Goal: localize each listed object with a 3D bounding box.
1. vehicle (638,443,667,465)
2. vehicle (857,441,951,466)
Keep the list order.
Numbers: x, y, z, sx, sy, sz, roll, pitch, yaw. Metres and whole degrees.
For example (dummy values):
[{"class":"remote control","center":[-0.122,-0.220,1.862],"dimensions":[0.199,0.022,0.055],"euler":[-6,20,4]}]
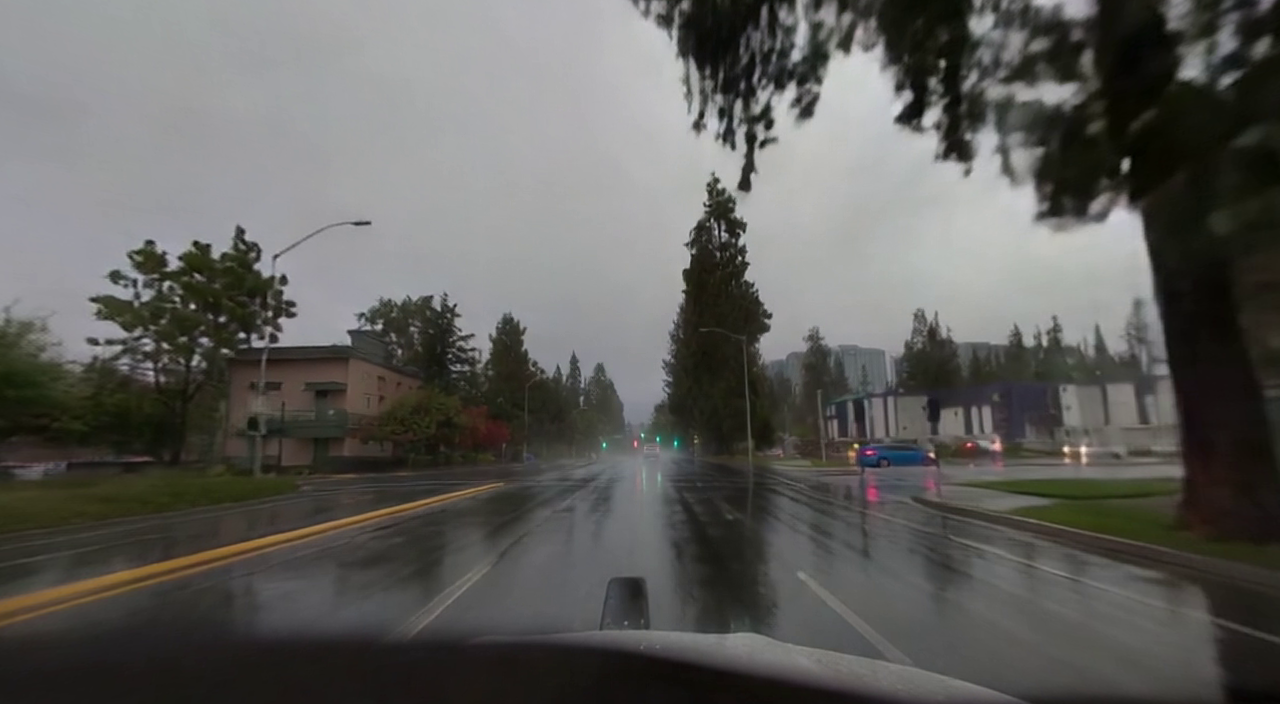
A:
[{"class":"vehicle","center":[0.961,7.915,49.042],"dimensions":[2.200,1.653,4.127],"euler":[0,-8,1]},{"class":"vehicle","center":[16.124,6.199,38.681],"dimensions":[4.824,1.462,1.974],"euler":[0,-8,-1]}]
